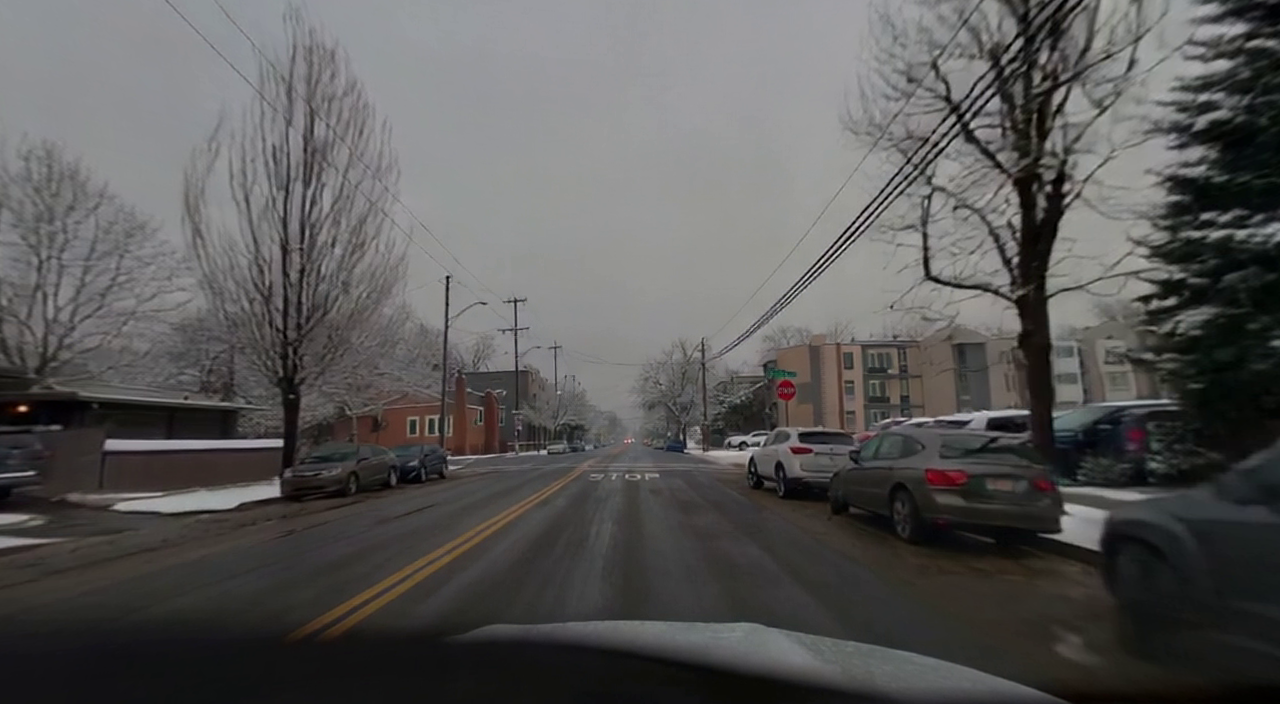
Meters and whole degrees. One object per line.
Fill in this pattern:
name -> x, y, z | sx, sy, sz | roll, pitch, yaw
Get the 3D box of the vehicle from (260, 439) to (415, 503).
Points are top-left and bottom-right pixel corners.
vehicle -> -7.898, 3.111, 17.076 | 1.904, 1.488, 4.600 | 0, -8, 0

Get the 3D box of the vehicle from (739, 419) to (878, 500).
vehicle -> 3.727, 2.456, 14.820 | 1.976, 1.614, 4.052 | 0, -8, -3

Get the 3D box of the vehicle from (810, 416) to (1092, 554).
vehicle -> 4.025, 1.774, 9.138 | 1.846, 1.506, 4.165 | 0, -8, -2

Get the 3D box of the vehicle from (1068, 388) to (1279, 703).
vehicle -> 4.075, 0.842, 2.093 | 2.133, 1.586, 4.498 | 0, -8, 0
